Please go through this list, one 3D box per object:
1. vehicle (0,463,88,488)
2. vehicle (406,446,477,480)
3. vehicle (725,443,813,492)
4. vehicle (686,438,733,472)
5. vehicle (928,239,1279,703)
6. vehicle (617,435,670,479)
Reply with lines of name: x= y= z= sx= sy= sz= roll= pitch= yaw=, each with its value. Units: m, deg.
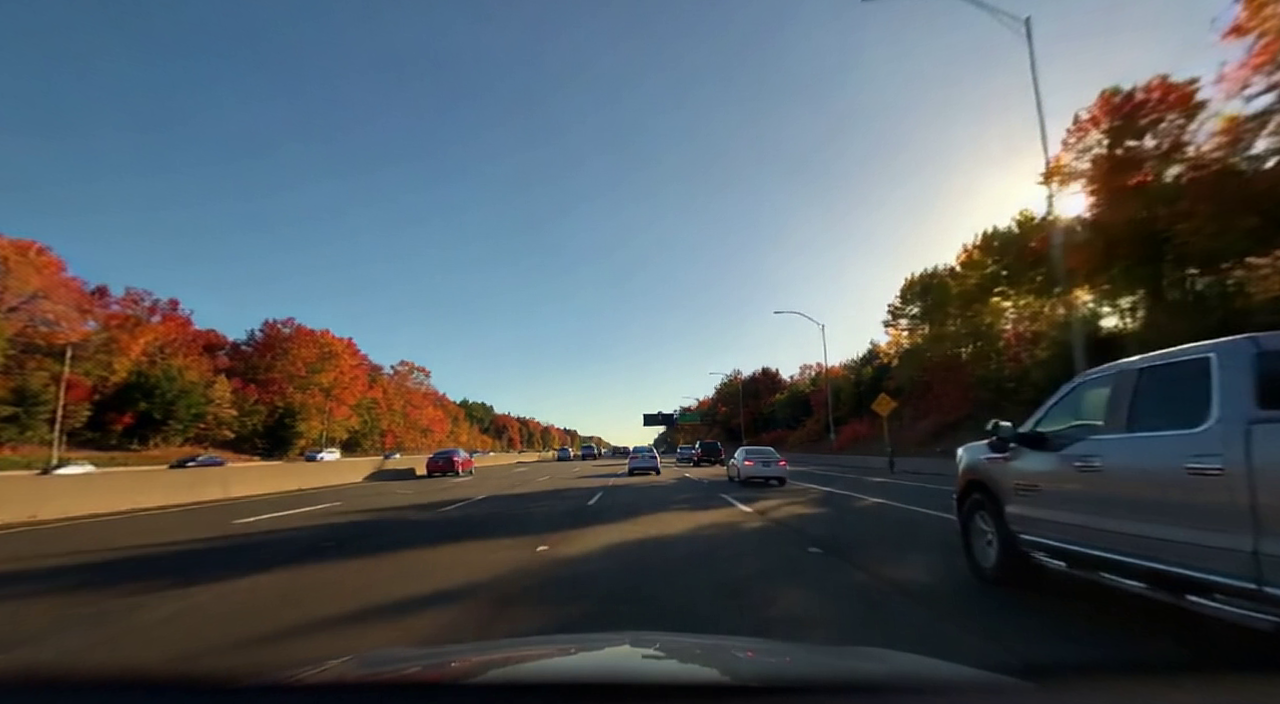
vehicle: x=-40.934 y=8.454 z=43.238 sx=1.861 sy=1.506 sz=4.595 roll=0 pitch=-9 yaw=1
vehicle: x=-9.783 y=5.494 z=31.438 sx=1.989 sy=1.529 sz=4.433 roll=0 pitch=-9 yaw=1
vehicle: x=4.338 y=3.977 z=22.013 sx=2.057 sy=1.508 sz=4.767 roll=0 pitch=-9 yaw=0
vehicle: x=4.343 y=6.562 z=40.334 sx=2.388 sy=1.998 sz=5.749 roll=0 pitch=-9 yaw=0
vehicle: x=3.845 y=0.572 z=2.310 sx=2.521 sy=2.101 sz=6.467 roll=0 pitch=-9 yaw=0
vehicle: x=0.169 y=5.130 z=30.943 sx=2.372 sy=1.957 sz=5.121 roll=0 pitch=-9 yaw=1
